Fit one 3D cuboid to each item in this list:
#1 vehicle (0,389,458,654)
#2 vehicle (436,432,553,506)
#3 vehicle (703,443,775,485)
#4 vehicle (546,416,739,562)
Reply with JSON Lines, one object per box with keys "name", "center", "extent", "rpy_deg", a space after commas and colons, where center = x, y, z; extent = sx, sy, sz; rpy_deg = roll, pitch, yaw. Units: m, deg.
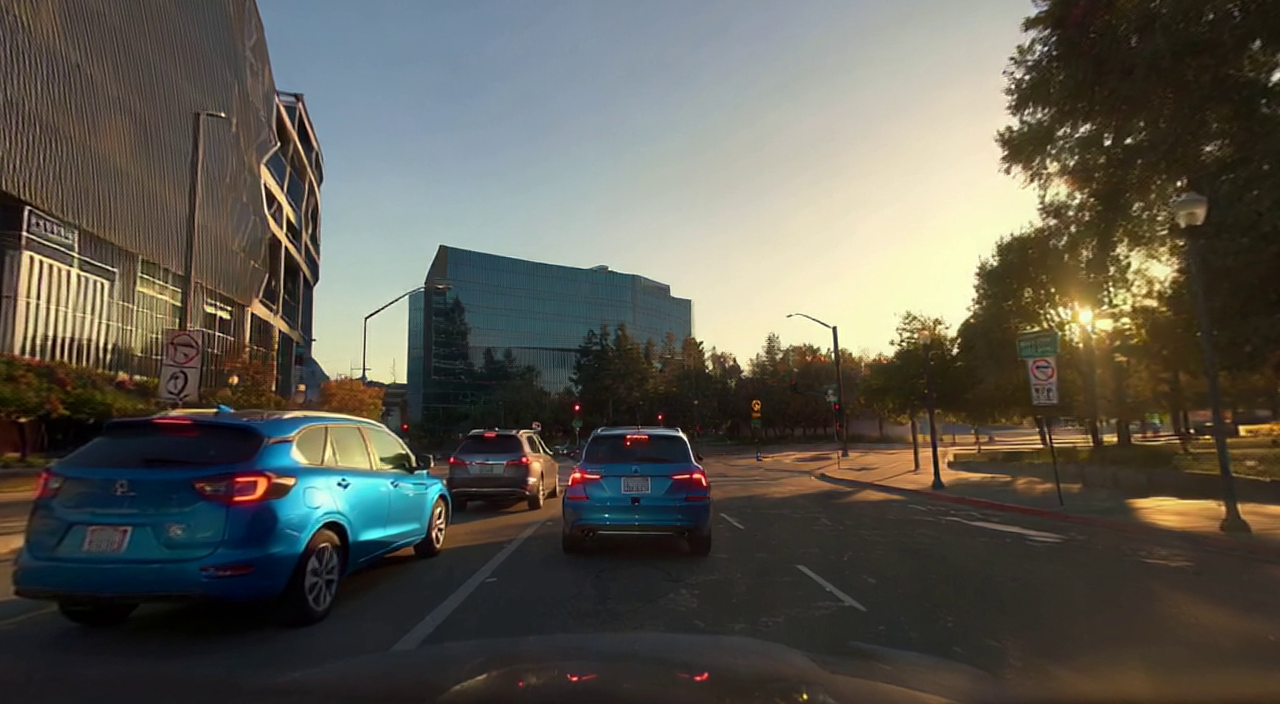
{"name": "vehicle", "center": [-3.560, 1.415, 6.338], "extent": [2.083, 1.691, 4.398], "rpy_deg": [0, -8, 1]}
{"name": "vehicle", "center": [-3.616, 2.992, 16.585], "extent": [2.068, 1.678, 4.199], "rpy_deg": [0, -8, 0]}
{"name": "vehicle", "center": [3.716, 4.265, 24.460], "extent": [2.082, 1.445, 4.426], "rpy_deg": [0, -8, 0]}
{"name": "vehicle", "center": [0.006, 1.879, 9.397], "extent": [2.207, 1.659, 4.155], "rpy_deg": [0, -8, -1]}
